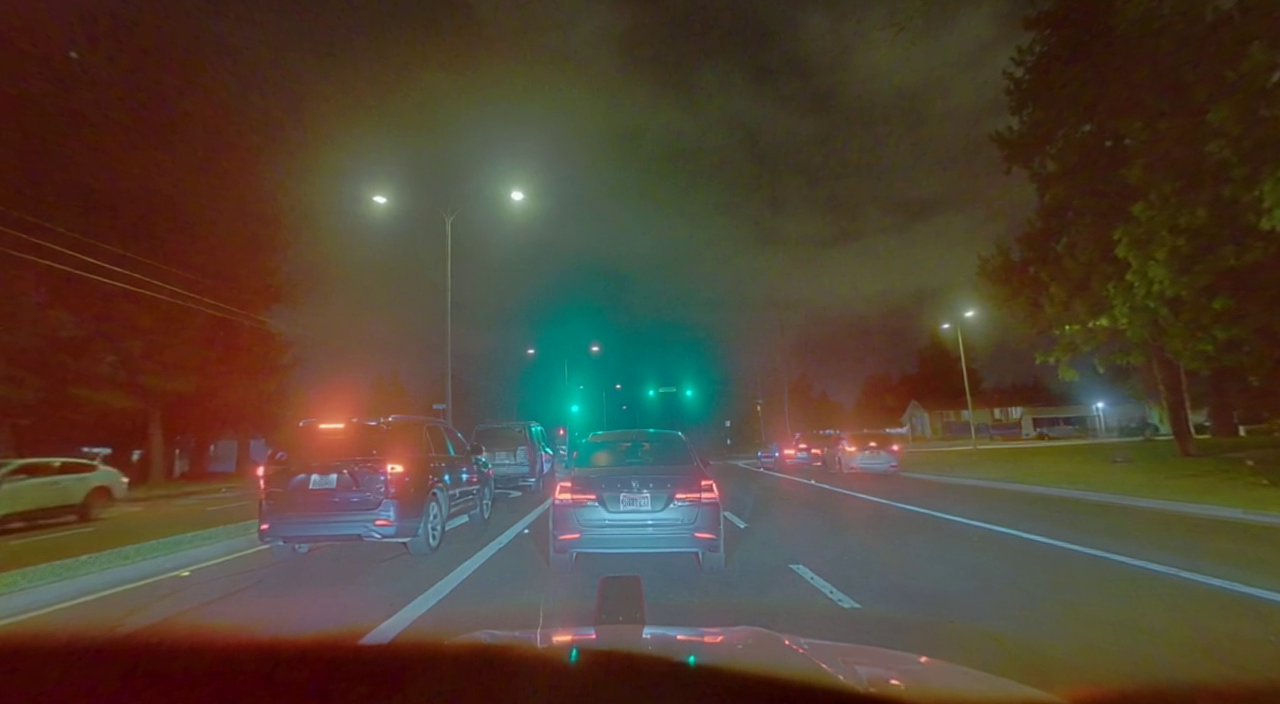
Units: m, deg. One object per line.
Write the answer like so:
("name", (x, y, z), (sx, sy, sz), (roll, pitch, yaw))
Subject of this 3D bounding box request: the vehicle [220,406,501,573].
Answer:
("vehicle", (-3.434, 1.765, 8.869), (2.046, 1.751, 4.208), (0, -8, -1))

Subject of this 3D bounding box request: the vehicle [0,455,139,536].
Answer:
("vehicle", (-12.923, 2.883, 12.960), (1.841, 1.469, 4.202), (0, -8, 0))

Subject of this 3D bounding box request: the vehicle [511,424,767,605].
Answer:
("vehicle", (-0.061, 1.645, 7.307), (2.126, 1.475, 3.967), (0, -8, -2))

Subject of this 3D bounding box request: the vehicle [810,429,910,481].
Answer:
("vehicle", (7.998, 3.800, 23.456), (2.059, 1.719, 4.443), (0, -8, -1))
